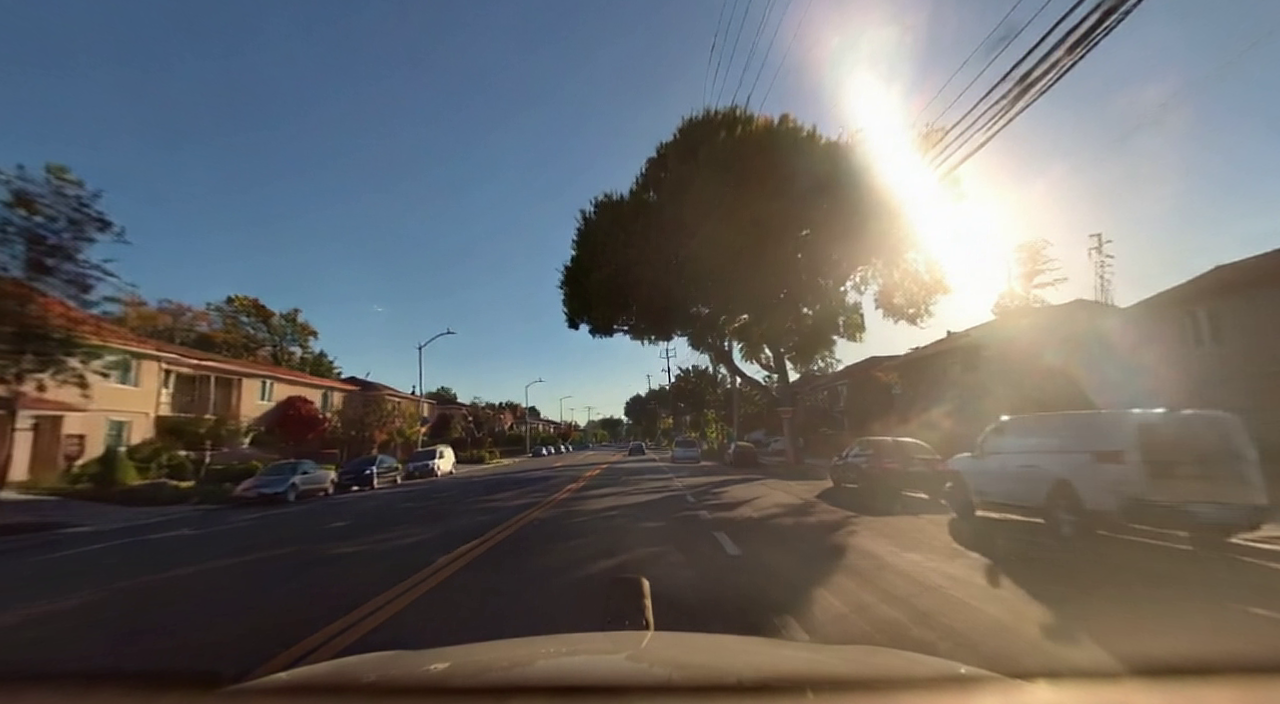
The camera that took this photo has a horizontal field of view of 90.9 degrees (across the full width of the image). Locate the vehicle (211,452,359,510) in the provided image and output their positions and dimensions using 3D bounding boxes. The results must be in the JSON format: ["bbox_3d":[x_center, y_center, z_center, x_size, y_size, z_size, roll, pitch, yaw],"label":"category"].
[{"bbox_3d":[-10.596,3.841,19.259,2.098,1.503,4.113,0,-8,0],"label":"vehicle"}]

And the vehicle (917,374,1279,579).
[{"bbox_3d":[6.439,1.652,9.258,2.274,2.090,5.465,0,-8,1],"label":"vehicle"}]

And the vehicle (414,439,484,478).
[{"bbox_3d":[-10.462,5.830,34.867,2.258,1.846,4.843,-3,-8,1],"label":"vehicle"}]

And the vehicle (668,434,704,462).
[{"bbox_3d":[3.046,6.506,42.925,2.070,1.765,4.731,0,-8,-1],"label":"vehicle"}]

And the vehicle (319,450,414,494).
[{"bbox_3d":[-10.584,4.636,24.750,1.800,1.472,4.359,0,-8,-1],"label":"vehicle"}]

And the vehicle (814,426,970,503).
[{"bbox_3d":[6.285,2.855,16.481,2.079,1.697,4.753,0,-8,0],"label":"vehicle"}]
